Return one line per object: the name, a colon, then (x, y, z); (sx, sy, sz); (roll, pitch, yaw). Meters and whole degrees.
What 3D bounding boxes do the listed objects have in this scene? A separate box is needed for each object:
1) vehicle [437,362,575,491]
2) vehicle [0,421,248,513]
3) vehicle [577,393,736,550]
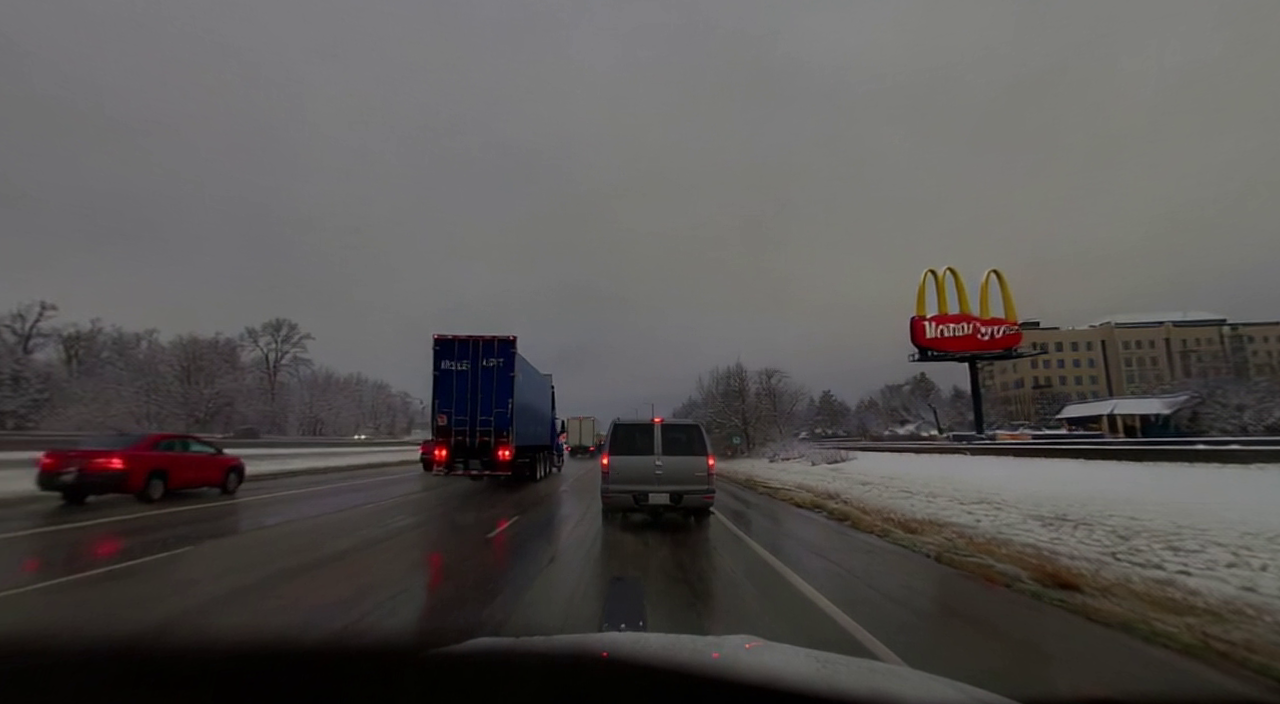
vehicle: (-4.074, 2.648, 21.515); (2.814, 3.513, 8.529); (0, -9, 0)
vehicle: (-11.256, 2.500, 14.170); (1.915, 1.710, 4.670); (0, -9, -1)
vehicle: (0.139, 1.771, 9.851); (1.947, 1.910, 4.040); (0, -9, -2)
